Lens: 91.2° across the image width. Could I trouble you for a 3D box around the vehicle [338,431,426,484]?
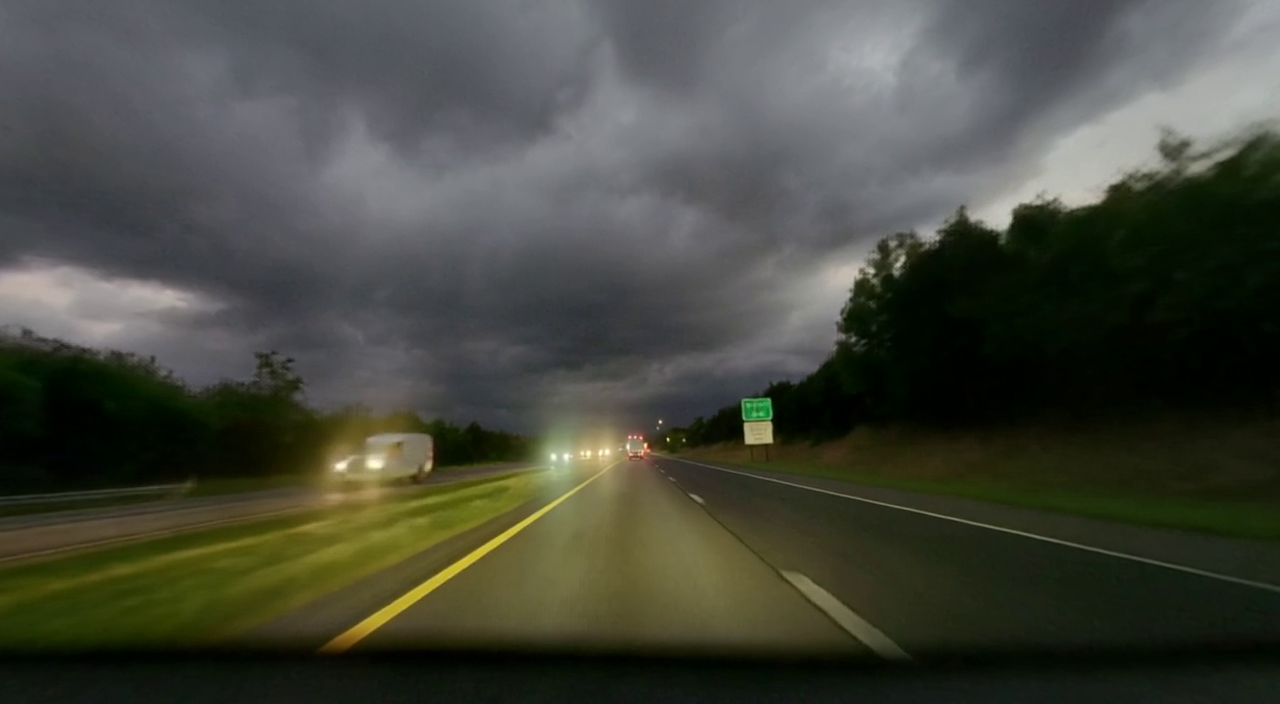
[{"bbox_3d":[-14.066,5.805,34.652,2.333,2.641,5.883,0,-9,0],"label":"vehicle"}]
